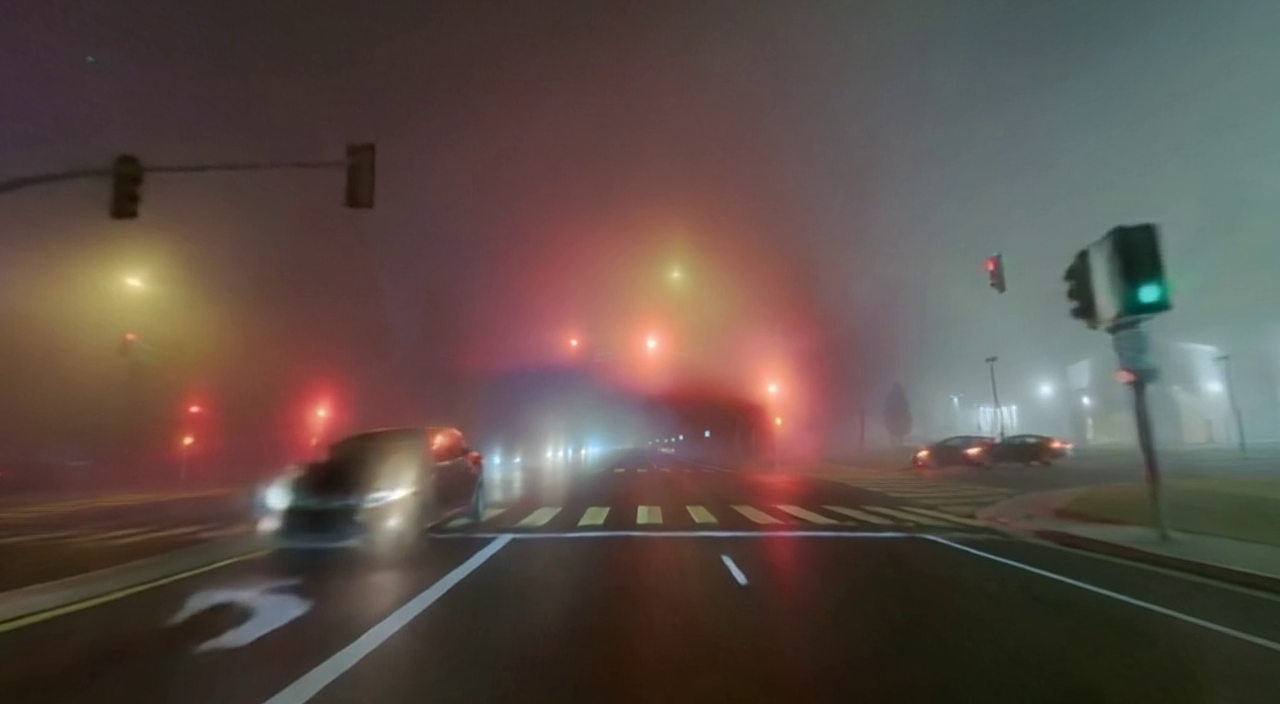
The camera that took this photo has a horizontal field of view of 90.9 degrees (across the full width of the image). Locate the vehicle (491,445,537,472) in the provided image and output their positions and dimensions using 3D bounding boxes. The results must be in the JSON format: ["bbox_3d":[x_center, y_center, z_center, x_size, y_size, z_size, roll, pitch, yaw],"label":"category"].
[{"bbox_3d":[-7.644,6.471,38.575,1.974,1.521,4.197,0,-8,0],"label":"vehicle"}]

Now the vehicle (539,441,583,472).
[{"bbox_3d":[-4.777,6.364,38.655,2.070,1.481,4.266,-4,-6,0],"label":"vehicle"}]

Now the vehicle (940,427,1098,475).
[{"bbox_3d":[14.162,3.682,23.762,4.634,1.449,1.936,-3,-7,-1],"label":"vehicle"}]

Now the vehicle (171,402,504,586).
[{"bbox_3d":[-3.438,1.702,8.401,2.250,1.791,4.300,0,-8,0],"label":"vehicle"}]
